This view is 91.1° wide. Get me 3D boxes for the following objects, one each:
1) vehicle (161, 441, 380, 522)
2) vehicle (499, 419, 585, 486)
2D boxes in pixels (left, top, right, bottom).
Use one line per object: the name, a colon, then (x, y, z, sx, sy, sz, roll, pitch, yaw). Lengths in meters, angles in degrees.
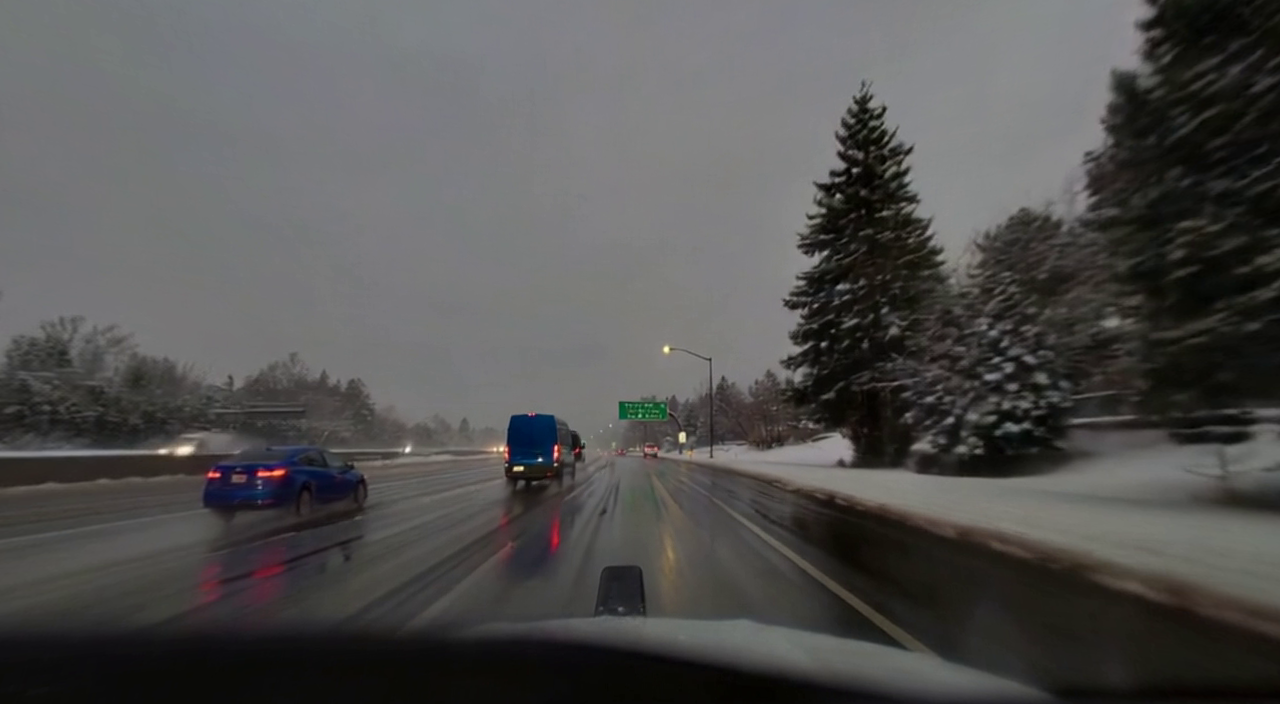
vehicle: (-7.894, 2.773, 14.145, 1.987, 1.490, 4.781, 0, -8, 0)
vehicle: (-3.609, 3.851, 24.273, 2.372, 2.248, 5.393, 0, -9, 1)
